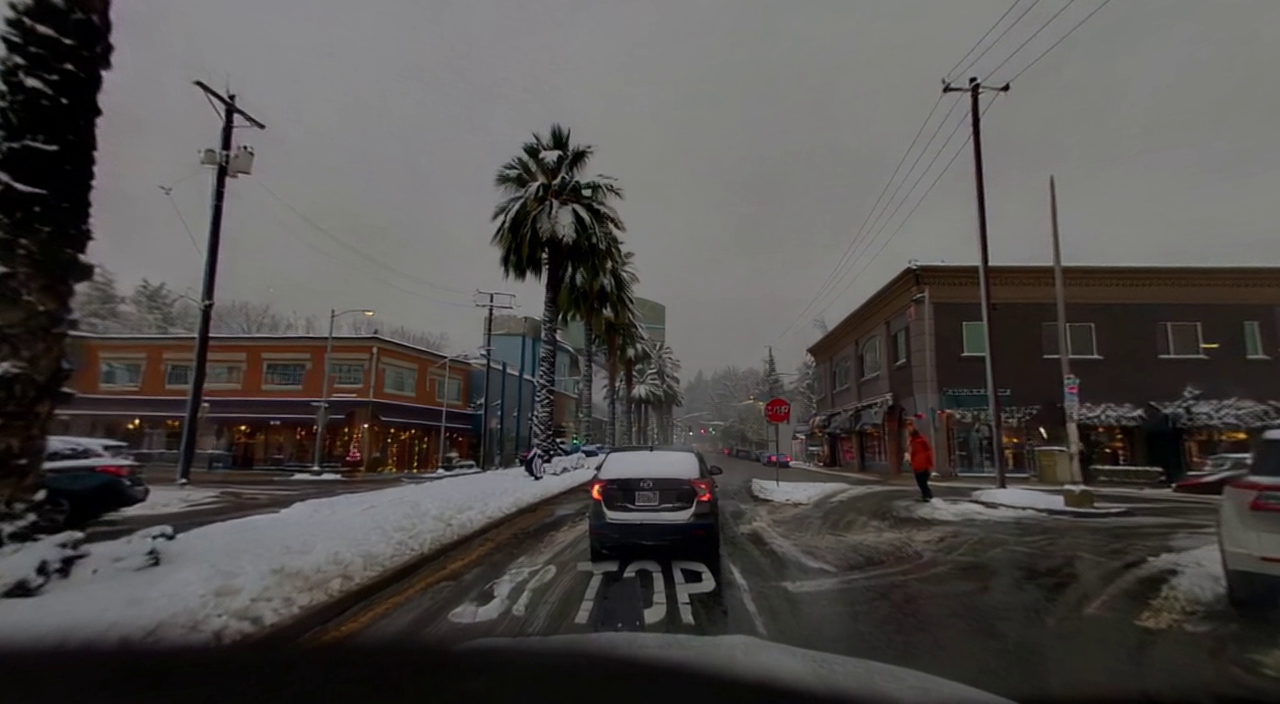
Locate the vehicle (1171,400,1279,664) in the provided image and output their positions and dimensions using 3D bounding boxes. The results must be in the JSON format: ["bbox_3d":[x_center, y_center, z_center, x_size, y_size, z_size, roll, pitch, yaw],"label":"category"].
[{"bbox_3d":[6.091,1.325,5.263,4.623,1.650,1.937,8,-12,-44],"label":"vehicle"}]

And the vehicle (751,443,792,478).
[{"bbox_3d":[9.421,7.723,45.324,2.467,2.369,1.577,5,-9,-37],"label":"vehicle"}]

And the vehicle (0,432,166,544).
[{"bbox_3d":[-10.792,2.222,10.528,2.089,1.731,4.223,-9,-12,44],"label":"vehicle"}]

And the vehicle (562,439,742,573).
[{"bbox_3d":[0.259,2.035,9.166,2.031,1.479,3.969,-1,-9,4],"label":"vehicle"}]
